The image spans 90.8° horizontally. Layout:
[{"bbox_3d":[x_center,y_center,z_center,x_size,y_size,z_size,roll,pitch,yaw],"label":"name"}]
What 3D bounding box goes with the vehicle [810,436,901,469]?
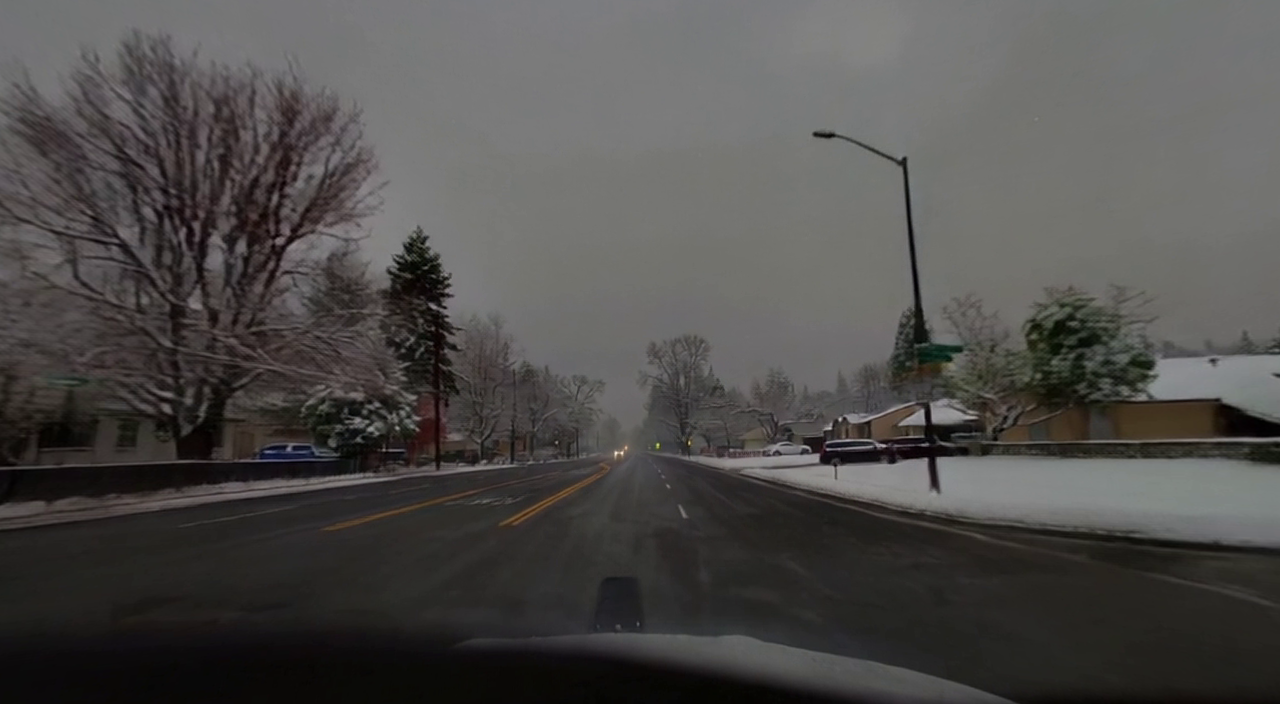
[{"bbox_3d":[13.136,6.161,38.783,4.912,1.895,2.047,-1,-8,7],"label":"vehicle"}]
